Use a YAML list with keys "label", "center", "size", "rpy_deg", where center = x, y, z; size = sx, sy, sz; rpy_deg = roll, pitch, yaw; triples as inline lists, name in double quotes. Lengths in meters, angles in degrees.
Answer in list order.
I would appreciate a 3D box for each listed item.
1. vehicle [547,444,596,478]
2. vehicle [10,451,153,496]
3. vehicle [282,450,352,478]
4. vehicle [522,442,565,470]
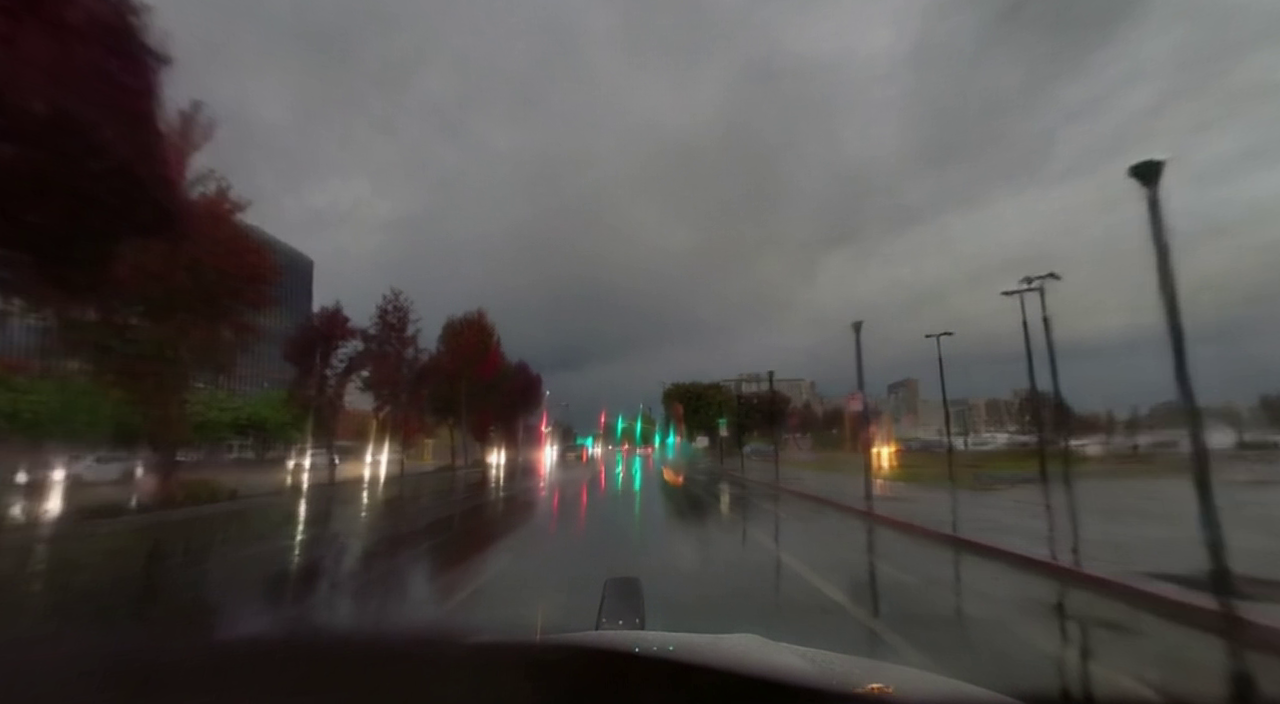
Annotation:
- label: "vehicle"
  center: [-3.329, 5.370, 31.350]
  size: [1.983, 1.545, 3.773]
  rpy_deg: [0, -9, 0]
- label: "vehicle"
  center: [-23.615, 5.113, 27.016]
  size: [1.855, 1.692, 4.621]
  rpy_deg: [0, -9, 0]
- label: "vehicle"
  center: [-20.057, 6.944, 39.454]
  size: [1.918, 1.601, 4.610]
  rpy_deg: [0, -9, 0]
- label: "vehicle"
  center: [-6.738, 7.324, 44.759]
  size: [2.224, 1.821, 4.711]
  rpy_deg: [0, -9, 1]
